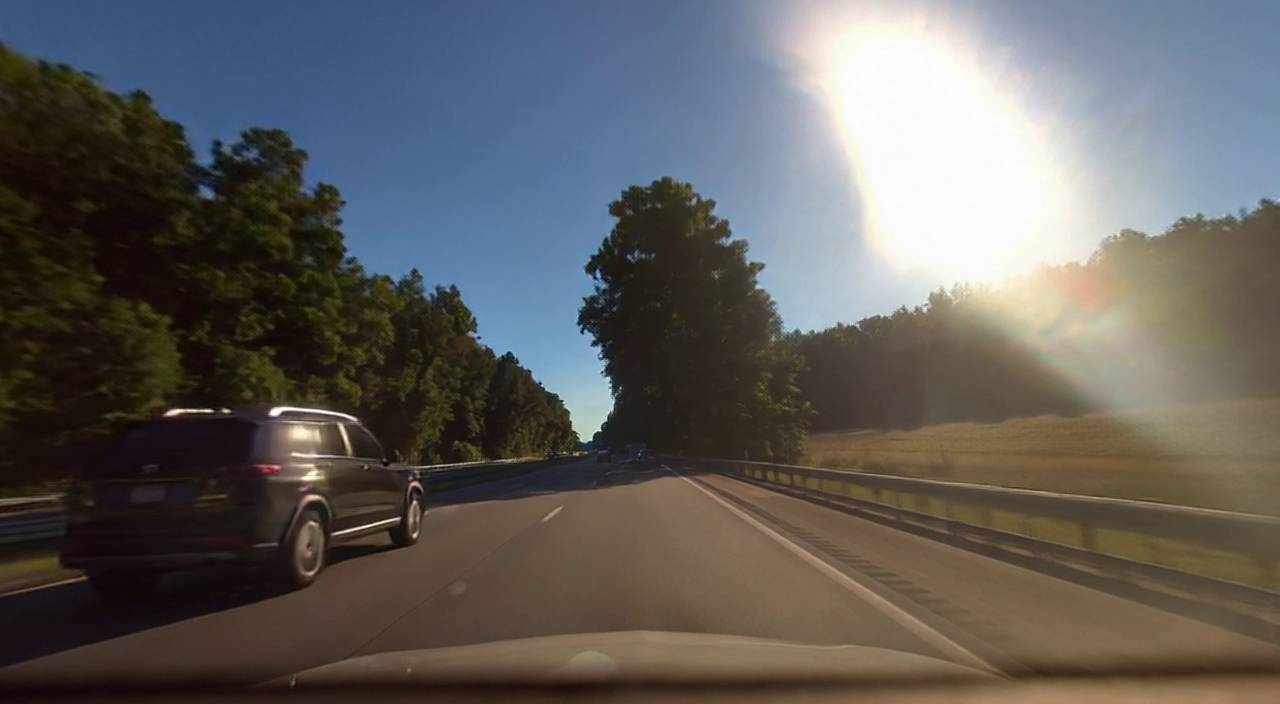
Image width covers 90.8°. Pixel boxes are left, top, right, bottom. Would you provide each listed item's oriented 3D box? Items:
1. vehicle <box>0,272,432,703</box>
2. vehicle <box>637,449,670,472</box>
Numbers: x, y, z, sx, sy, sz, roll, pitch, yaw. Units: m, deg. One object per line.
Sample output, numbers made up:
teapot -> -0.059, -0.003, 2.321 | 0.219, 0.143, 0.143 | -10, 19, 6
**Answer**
vehicle -> -3.648, 1.062, 4.799 | 2.418, 2.049, 4.930 | 0, -9, 0
vehicle -> 0.879, 7.367, 43.079 | 2.046, 1.452, 4.407 | 0, -9, -1
